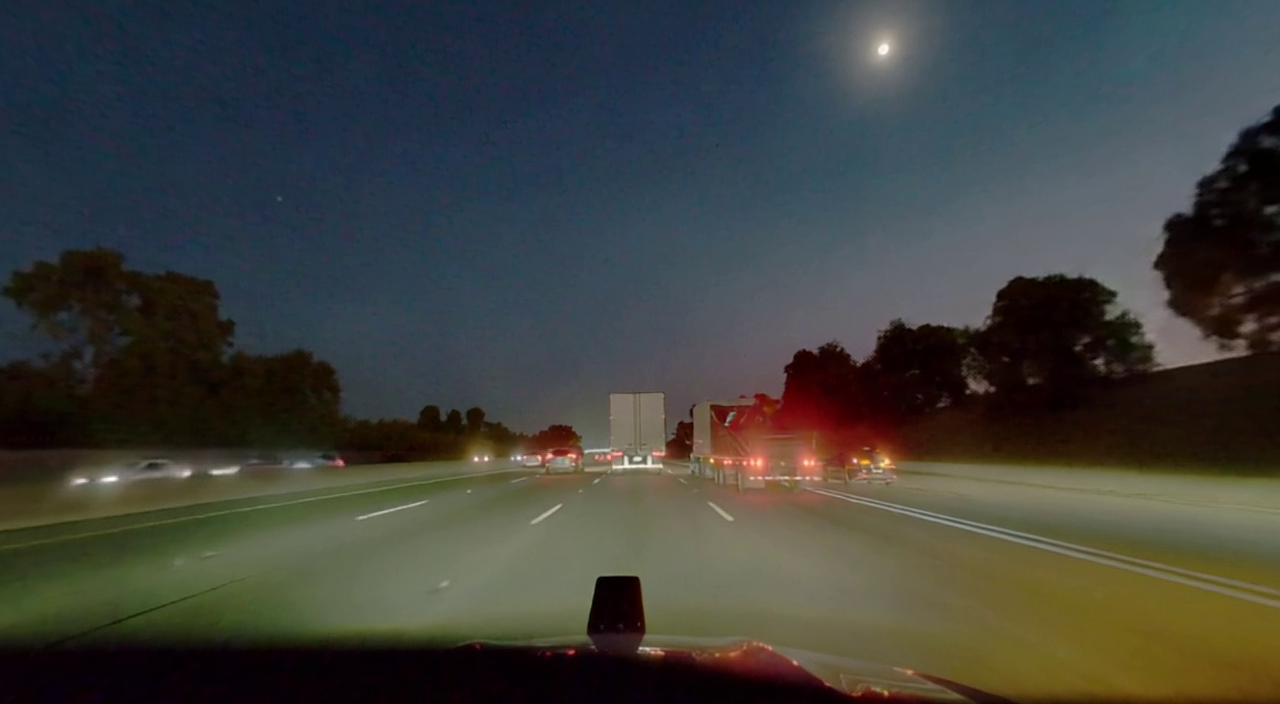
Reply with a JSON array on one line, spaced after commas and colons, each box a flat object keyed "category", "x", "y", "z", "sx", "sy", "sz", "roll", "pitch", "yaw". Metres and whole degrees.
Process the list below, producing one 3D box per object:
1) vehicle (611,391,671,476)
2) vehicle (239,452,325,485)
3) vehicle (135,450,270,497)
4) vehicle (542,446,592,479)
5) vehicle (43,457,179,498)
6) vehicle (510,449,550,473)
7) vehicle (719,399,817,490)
[{"category": "vehicle", "x": -0.049, "y": 4.879, "z": 36.621, "sx": 2.875, "sy": 4.056, "sz": 12.312, "roll": 0, "pitch": -9, "yaw": -1}, {"category": "vehicle", "x": -19.861, "y": 6.432, "z": 35.197, "sx": 1.896, "sy": 1.688, "sz": 4.685, "roll": -1, "pitch": -9, "yaw": 2}, {"category": "vehicle", "x": -15.310, "y": 4.236, "z": 22.381, "sx": 1.809, "sy": 1.473, "sz": 4.083, "roll": 0, "pitch": -9, "yaw": 0}, {"category": "vehicle", "x": -3.668, "y": 5.625, "z": 32.352, "sx": 2.061, "sy": 1.555, "sz": 3.900, "roll": 0, "pitch": -9, "yaw": 0}, {"category": "vehicle", "x": -22.276, "y": 5.275, "z": 26.806, "sx": 1.905, "sy": 1.516, "sz": 4.417, "roll": 0, "pitch": -9, "yaw": 0}, {"category": "vehicle", "x": -7.362, "y": 7.303, "z": 42.482, "sx": 1.926, "sy": 1.482, "sz": 3.959, "roll": 0, "pitch": -9, "yaw": 1}, {"category": "vehicle", "x": 4.360, "y": 3.268, "z": 22.309, "sx": 2.565, "sy": 2.902, "sz": 3.798, "roll": 0, "pitch": -9, "yaw": -1}]
